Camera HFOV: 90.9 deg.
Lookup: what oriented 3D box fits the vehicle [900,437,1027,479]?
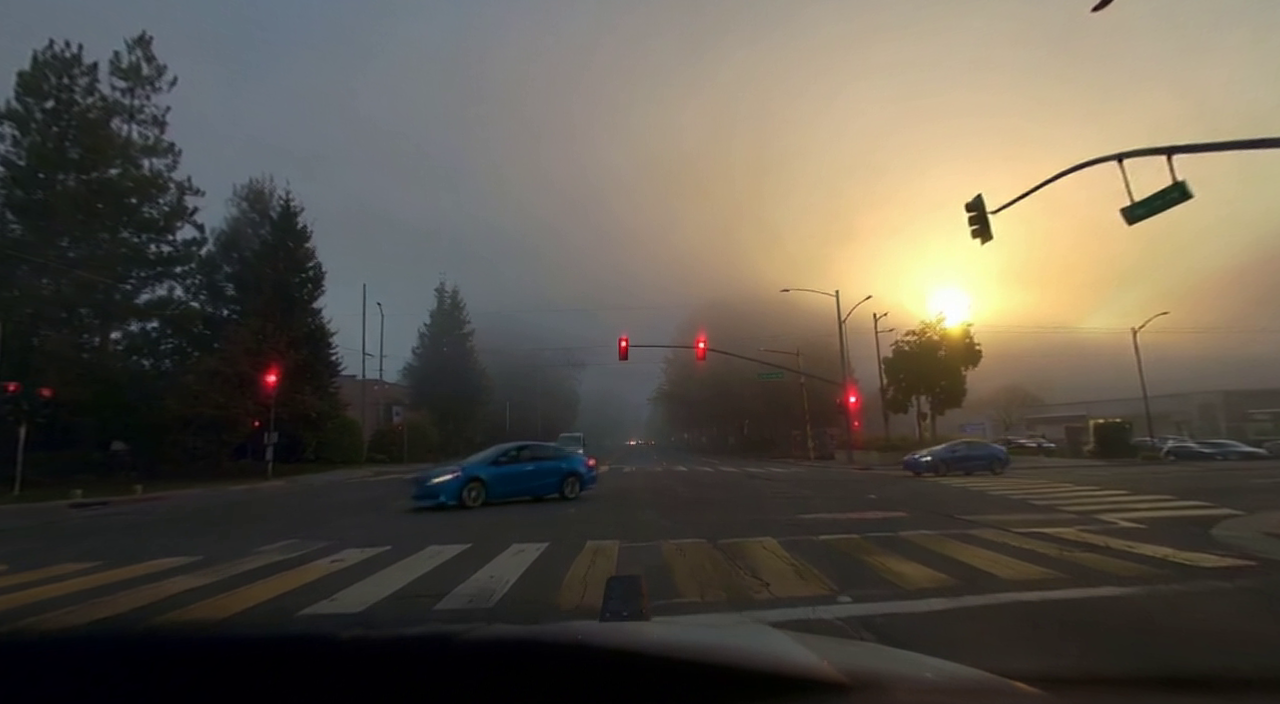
[{"bbox_3d":[12.670,4.121,24.689,4.377,1.523,1.877,3,-9,-20],"label":"vehicle"}]

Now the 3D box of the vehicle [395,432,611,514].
[{"bbox_3d":[-2.790,2.561,13.897,1.864,1.482,4.528,-6,-10,35],"label":"vehicle"}]
